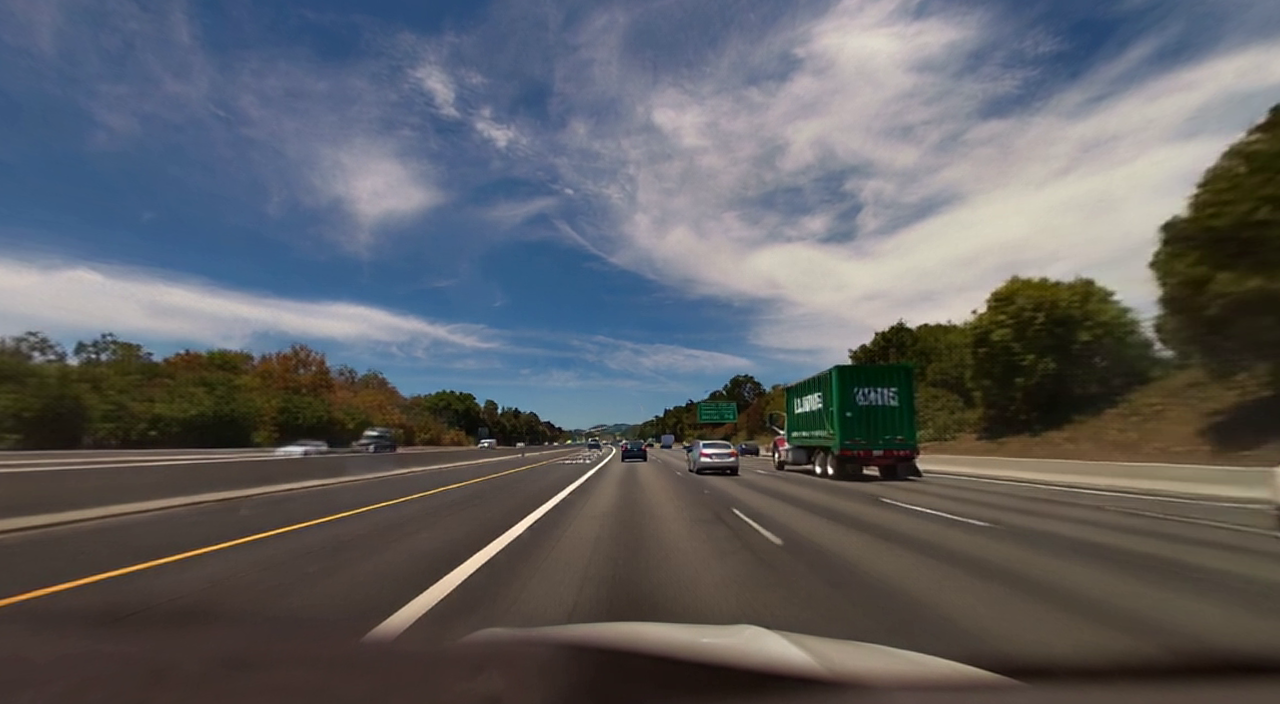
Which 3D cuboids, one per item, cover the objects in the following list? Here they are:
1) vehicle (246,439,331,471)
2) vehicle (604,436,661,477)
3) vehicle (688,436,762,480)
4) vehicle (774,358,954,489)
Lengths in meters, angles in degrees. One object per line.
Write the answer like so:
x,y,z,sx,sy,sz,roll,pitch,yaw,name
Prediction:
-17.807,5.229,32.281,1.835,1.470,4.460,0,-9,-1,vehicle
-0.330,4.110,25.044,2.098,1.475,3.997,0,-9,-2,vehicle
3.110,4.006,24.156,1.993,1.504,4.781,0,-9,-2,vehicle
7.225,2.635,22.139,2.799,3.655,8.627,0,-9,-2,vehicle
